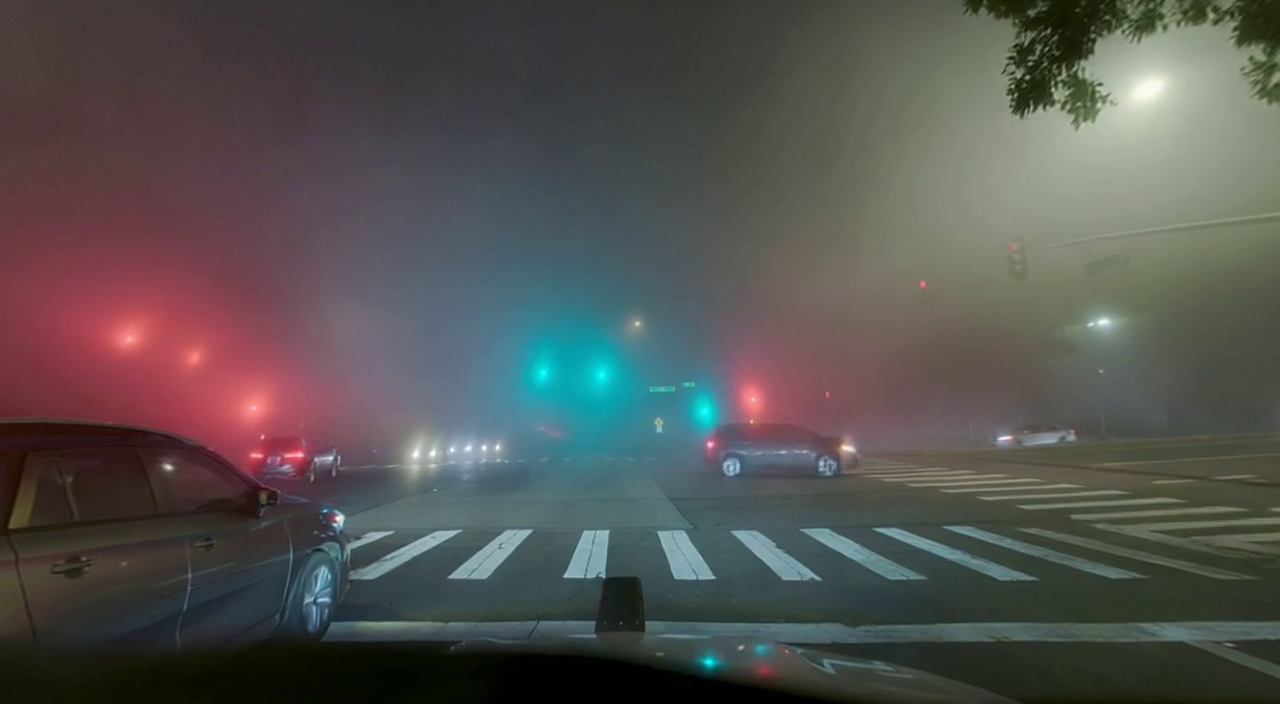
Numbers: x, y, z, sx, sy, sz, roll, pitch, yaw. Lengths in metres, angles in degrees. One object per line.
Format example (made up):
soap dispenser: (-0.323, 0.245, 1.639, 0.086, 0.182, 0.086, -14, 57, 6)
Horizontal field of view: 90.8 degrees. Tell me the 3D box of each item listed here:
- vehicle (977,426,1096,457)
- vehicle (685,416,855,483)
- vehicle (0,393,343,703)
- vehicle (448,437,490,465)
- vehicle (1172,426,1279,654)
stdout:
vehicle: (19.875, 4.510, 31.791, 4.660, 1.495, 2.007, 0, -8, -2)
vehicle: (4.064, 3.062, 19.935, 4.778, 1.871, 2.109, -5, -10, 28)
vehicle: (-3.067, 0.894, 2.144, 1.919, 1.478, 4.720, 0, -8, -1)
vehicle: (-12.804, 7.413, 47.520, 2.051, 1.715, 4.346, -3, -6, -2)
vehicle: (4.931, 0.980, 2.518, 1.949, 1.449, 4.530, -1, -8, 5)
